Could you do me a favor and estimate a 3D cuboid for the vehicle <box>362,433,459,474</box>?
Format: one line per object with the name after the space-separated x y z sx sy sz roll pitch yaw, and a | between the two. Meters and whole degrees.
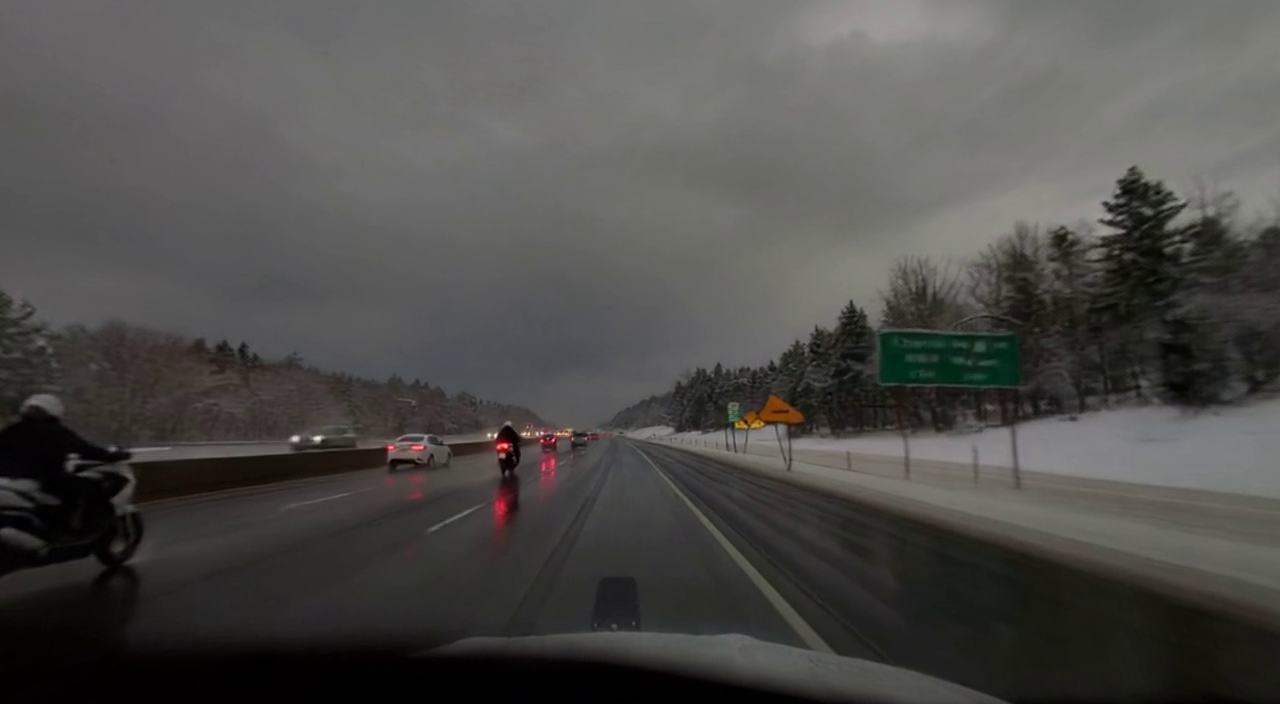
-8.673 3.868 24.336 2.053 1.409 4.704 0 -8 -1 | vehicle

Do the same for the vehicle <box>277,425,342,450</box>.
-21.560 5.610 41.297 1.845 1.497 4.587 0 -8 -1 | vehicle
